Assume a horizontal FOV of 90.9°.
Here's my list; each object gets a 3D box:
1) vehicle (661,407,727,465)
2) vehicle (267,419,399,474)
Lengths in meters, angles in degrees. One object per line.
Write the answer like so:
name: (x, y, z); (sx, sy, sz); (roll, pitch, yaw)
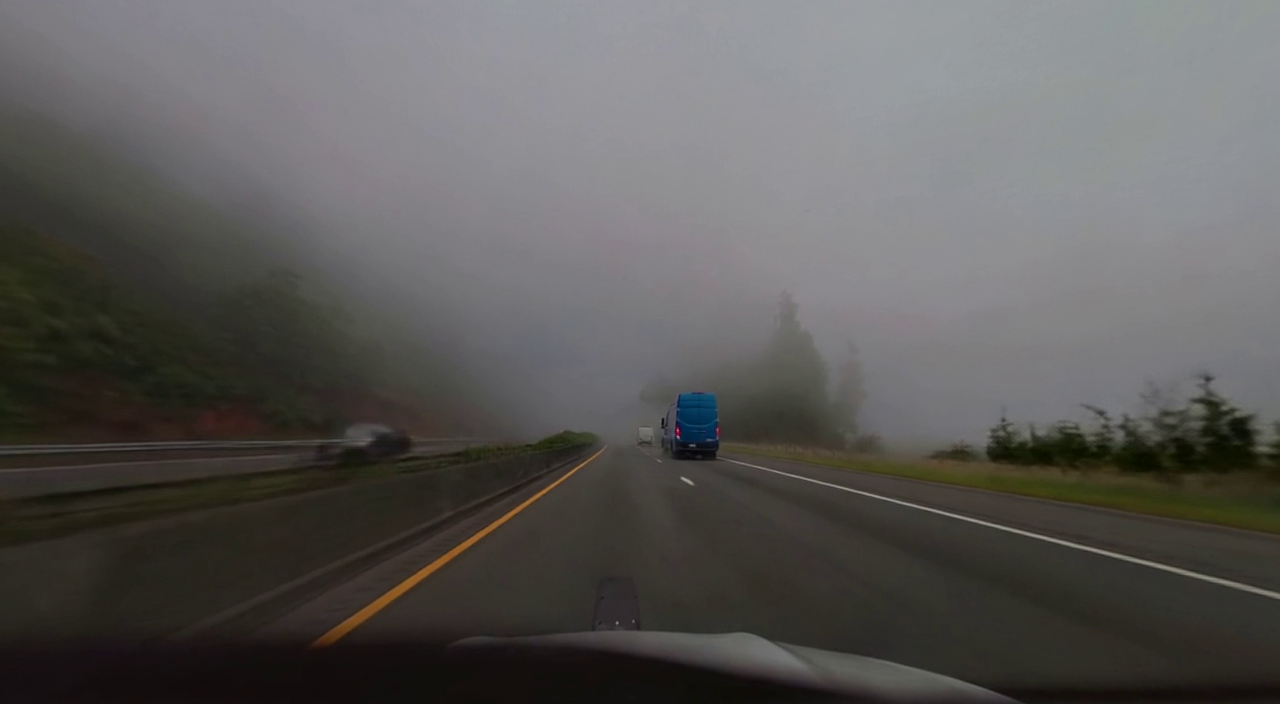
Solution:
vehicle: (2.524, 4.199, 31.628); (2.570, 2.596, 6.082); (0, -8, -2)
vehicle: (-9.086, 2.831, 19.125); (1.865, 1.454, 4.375); (0, -8, -1)
